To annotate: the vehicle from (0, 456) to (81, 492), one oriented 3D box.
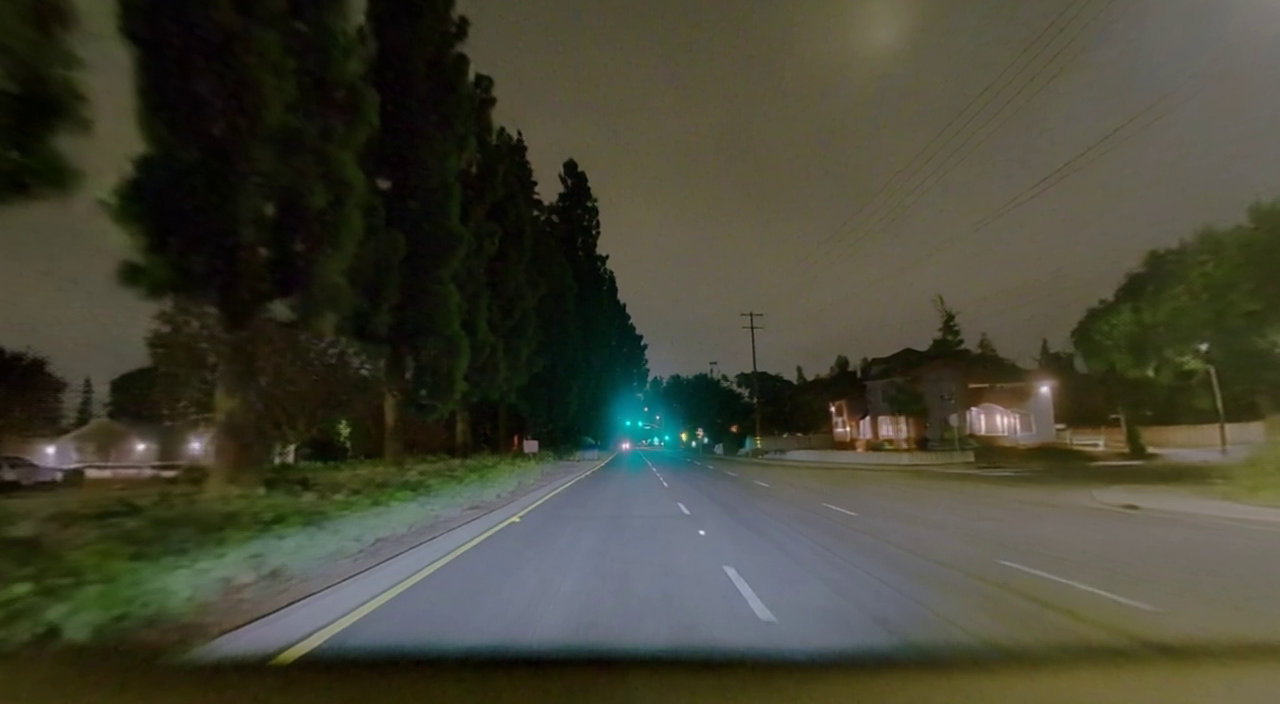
[{"bbox_3d":[-33.587,6.545,34.052,4.805,1.854,2.103,0,-9,-1],"label":"vehicle"}]
